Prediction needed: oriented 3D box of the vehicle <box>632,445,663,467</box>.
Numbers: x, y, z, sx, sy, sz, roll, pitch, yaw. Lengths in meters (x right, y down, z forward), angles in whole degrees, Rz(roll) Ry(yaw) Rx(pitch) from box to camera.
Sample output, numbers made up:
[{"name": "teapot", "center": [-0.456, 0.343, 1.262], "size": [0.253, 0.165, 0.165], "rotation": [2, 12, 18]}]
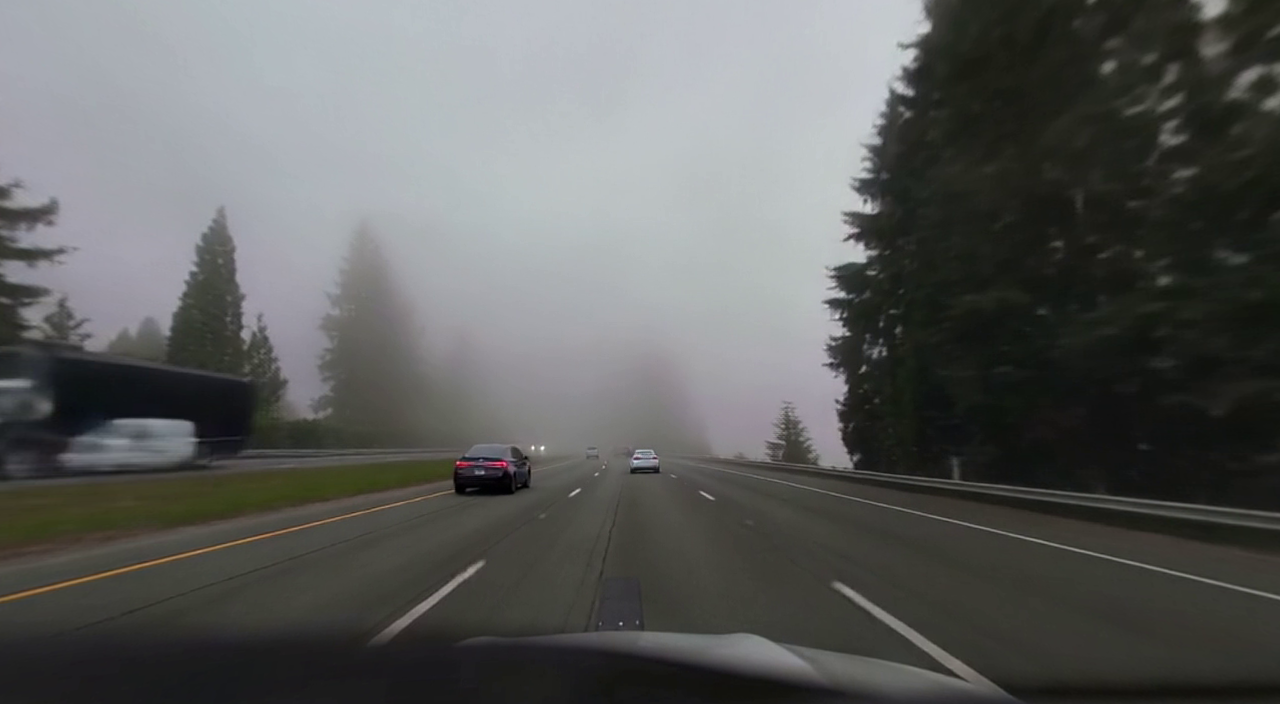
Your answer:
[{"name": "vehicle", "center": [0.505, 7.375, 44.856], "size": [2.008, 1.499, 3.192], "rotation": [0, -9, -2]}]

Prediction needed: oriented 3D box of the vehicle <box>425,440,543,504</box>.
[{"name": "vehicle", "center": [-4.041, 3.184, 17.240], "size": [2.054, 1.500, 4.469], "rotation": [0, -9, 0]}]

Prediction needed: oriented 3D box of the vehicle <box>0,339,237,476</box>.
[{"name": "vehicle", "center": [-16.759, 1.959, 19.861], "size": [2.847, 3.475, 7.687], "rotation": [0, -9, 1]}]

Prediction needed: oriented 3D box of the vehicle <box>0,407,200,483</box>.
[{"name": "vehicle", "center": [-12.833, 2.200, 14.889], "size": [1.919, 1.534, 4.101], "rotation": [0, -9, 0]}]
